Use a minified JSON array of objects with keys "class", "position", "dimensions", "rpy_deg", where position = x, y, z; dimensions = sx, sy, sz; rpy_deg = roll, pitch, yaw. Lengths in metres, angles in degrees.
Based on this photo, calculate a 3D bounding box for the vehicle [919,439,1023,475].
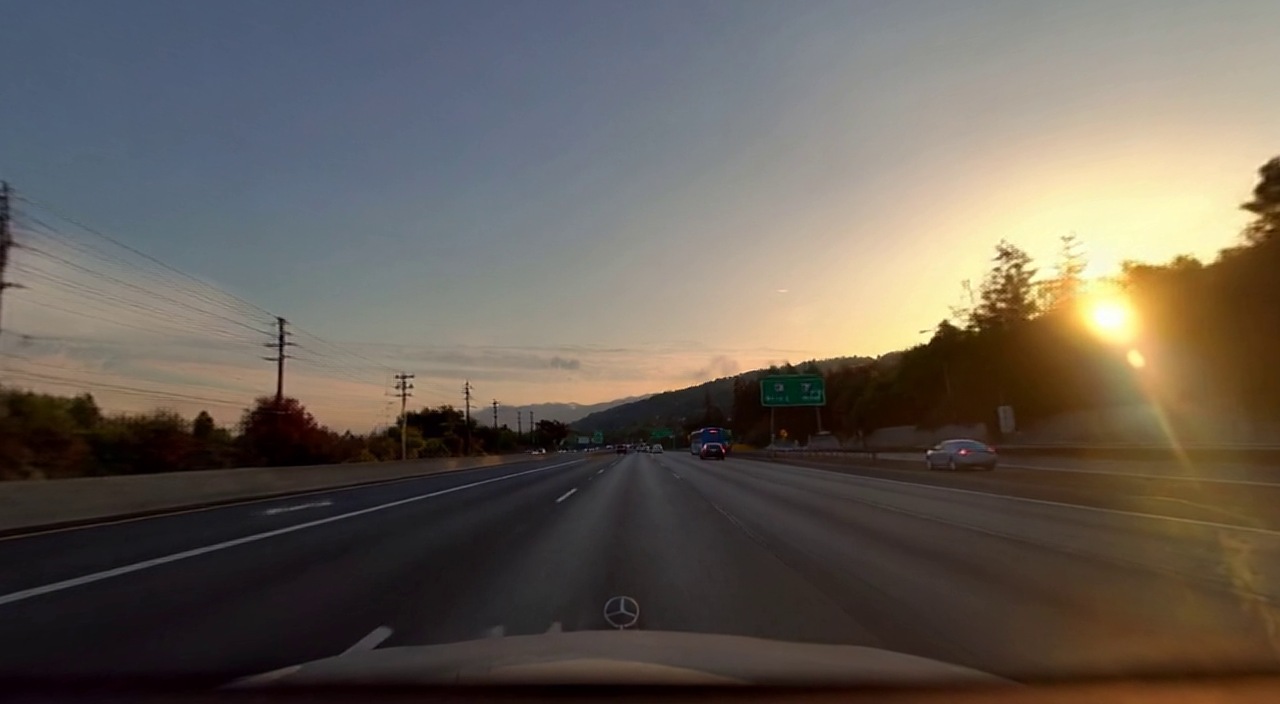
[{"class":"vehicle","position":[14.616,4.656,28.149],"dimensions":[2.089,1.484,4.573],"rpy_deg":[0,-9,-1]}]
